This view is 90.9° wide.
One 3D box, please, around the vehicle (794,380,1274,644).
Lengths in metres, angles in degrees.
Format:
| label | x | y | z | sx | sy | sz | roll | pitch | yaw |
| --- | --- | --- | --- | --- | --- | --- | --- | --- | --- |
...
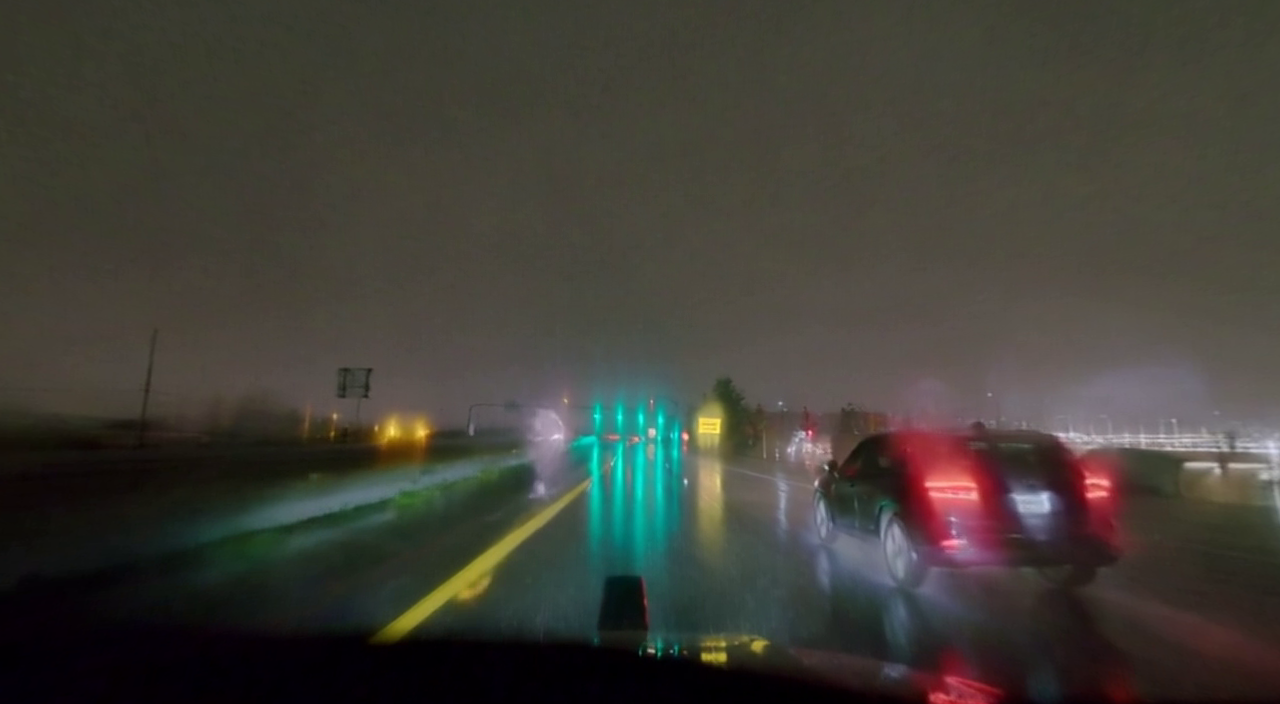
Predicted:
| label | x | y | z | sx | sy | sz | roll | pitch | yaw |
| --- | --- | --- | --- | --- | --- | --- | --- | --- | --- |
| vehicle | 3.097 | 1.359 | 6.299 | 2.059 | 1.715 | 4.192 | 0 | -8 | 0 |
